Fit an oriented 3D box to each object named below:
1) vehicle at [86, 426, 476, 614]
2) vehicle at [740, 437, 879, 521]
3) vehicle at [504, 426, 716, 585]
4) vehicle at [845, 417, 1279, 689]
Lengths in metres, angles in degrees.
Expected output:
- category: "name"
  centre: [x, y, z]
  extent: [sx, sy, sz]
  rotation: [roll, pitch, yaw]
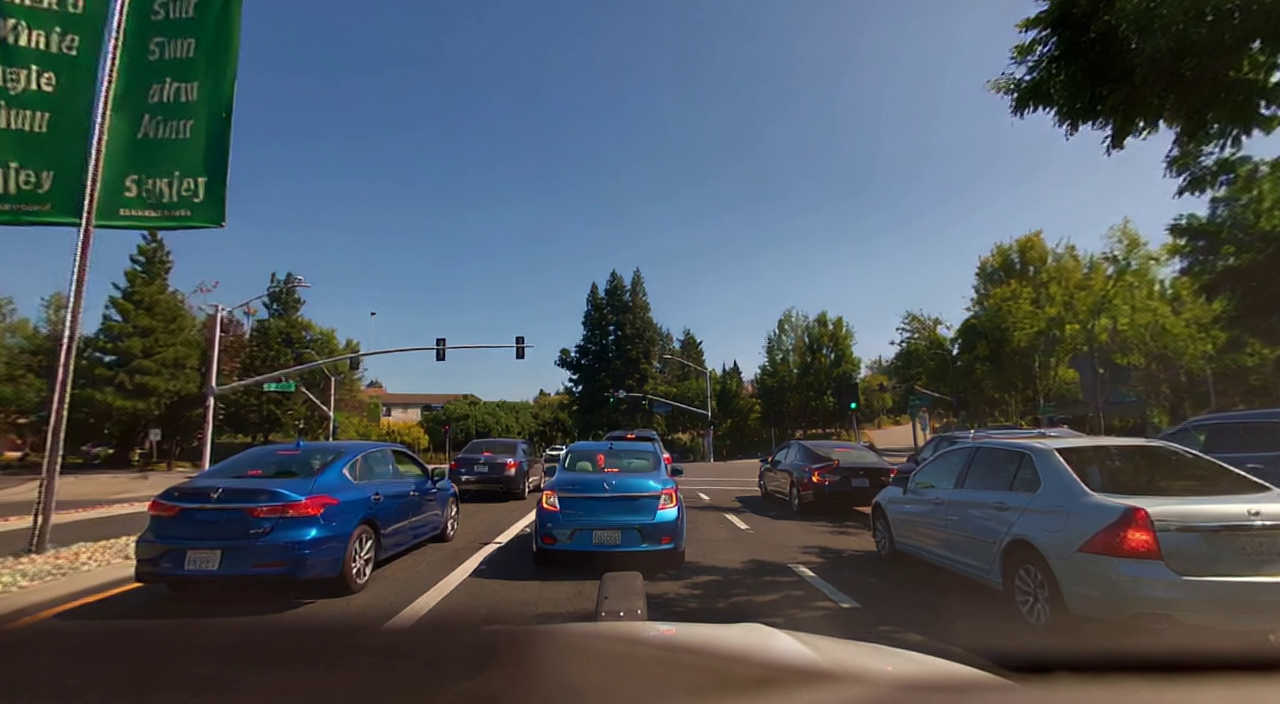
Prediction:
- category: "vehicle"
  centre: [-3.371, 1.635, 7.098]
  extent: [1.929, 1.457, 4.136]
  rotation: [0, -9, 0]
- category: "vehicle"
  centre: [3.397, 2.611, 13.488]
  extent: [1.852, 1.498, 3.825]
  rotation: [0, -9, -1]
- category: "vehicle"
  centre: [-0.306, 1.725, 7.842]
  extent: [1.994, 1.479, 3.647]
  rotation: [0, -9, -1]
- category: "vehicle"
  centre: [3.600, 1.440, 5.764]
  extent: [1.953, 1.471, 4.470]
  rotation: [0, -9, 0]
